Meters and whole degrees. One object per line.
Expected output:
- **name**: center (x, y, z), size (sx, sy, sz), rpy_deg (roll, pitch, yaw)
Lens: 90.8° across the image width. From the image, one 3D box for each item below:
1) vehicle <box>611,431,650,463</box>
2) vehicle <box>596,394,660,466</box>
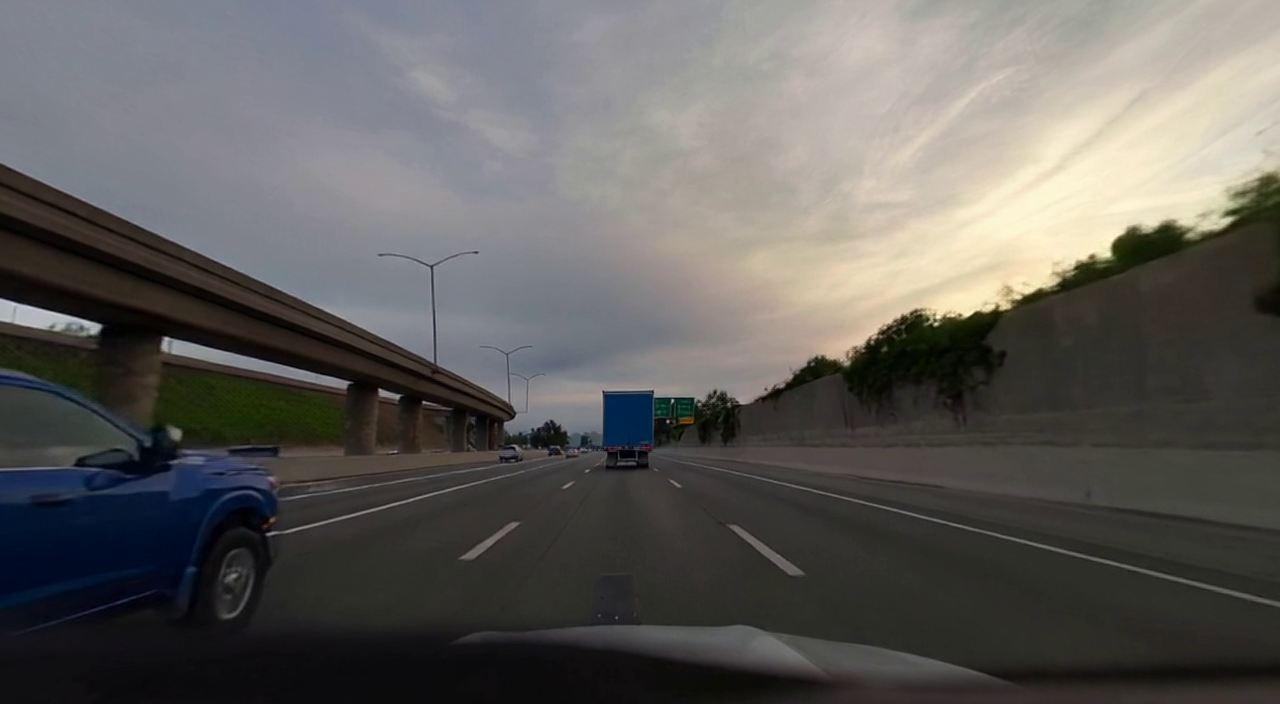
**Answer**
- **vehicle**: center (-0.546, 5.273, 35.234), size (2.052, 1.666, 4.358), rpy_deg (0, -8, -2)
- **vehicle**: center (-0.657, 4.847, 37.845), size (3.233, 3.678, 11.032), rpy_deg (1, -9, -1)
